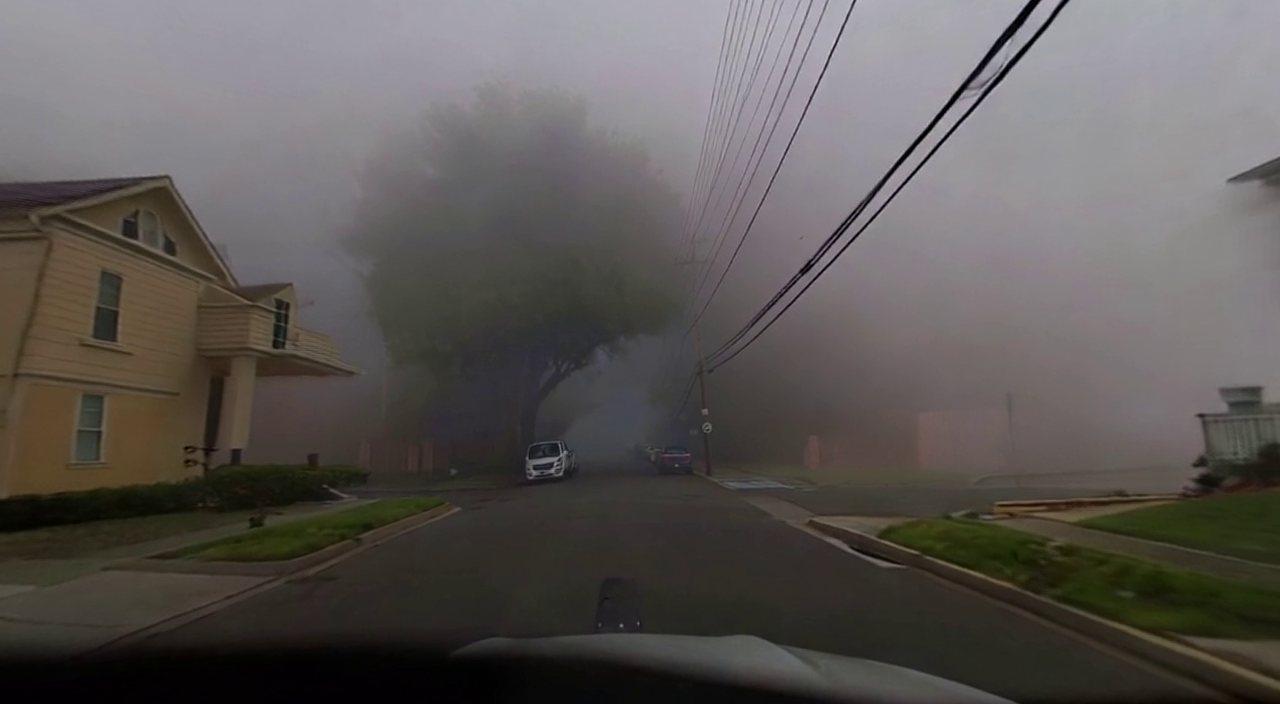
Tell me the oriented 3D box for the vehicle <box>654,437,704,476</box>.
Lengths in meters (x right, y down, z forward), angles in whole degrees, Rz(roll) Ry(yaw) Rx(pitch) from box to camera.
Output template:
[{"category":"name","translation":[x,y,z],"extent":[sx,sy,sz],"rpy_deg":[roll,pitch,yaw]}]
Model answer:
[{"category":"vehicle","translation":[2.004,5.567,33.992],"extent":[2.129,1.873,4.471],"rpy_deg":[0,-8,-3]}]

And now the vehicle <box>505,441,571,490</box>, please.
[{"category":"vehicle","translation":[-4.200,4.719,26.685],"extent":[2.082,1.759,4.541],"rpy_deg":[-2,-8,-1]}]
